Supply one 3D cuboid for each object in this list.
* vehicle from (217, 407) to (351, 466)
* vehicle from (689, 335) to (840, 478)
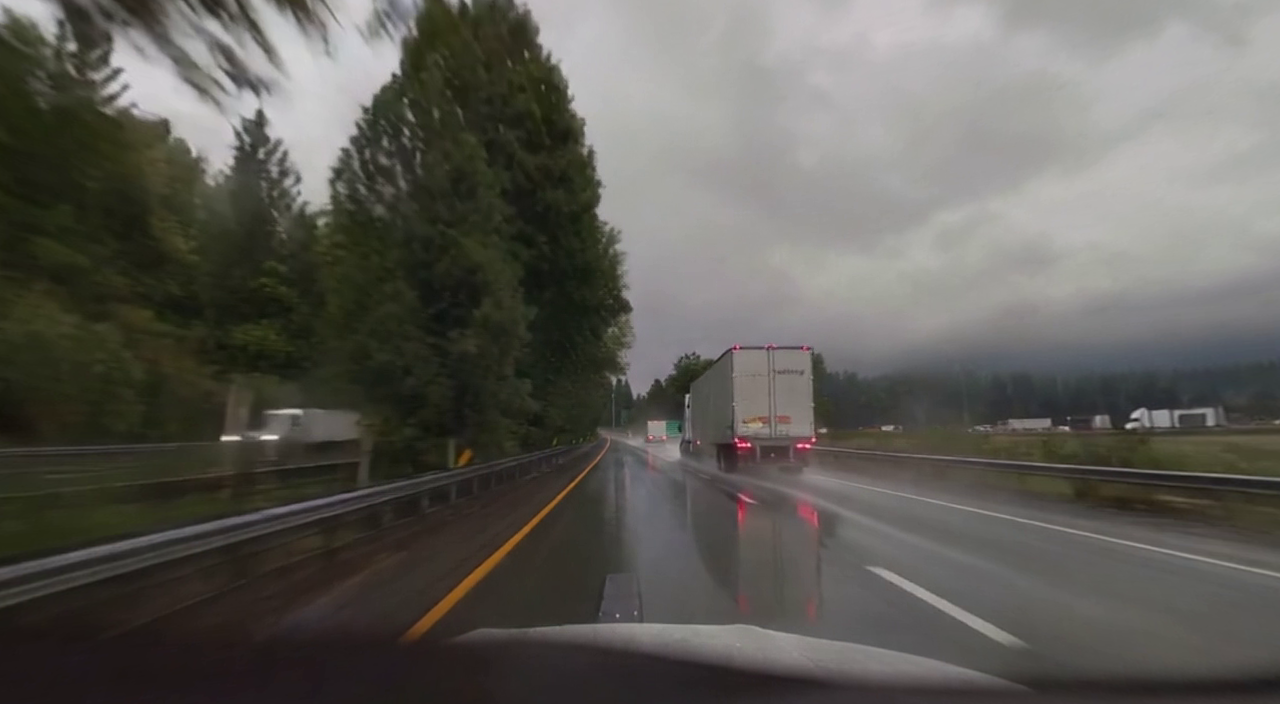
[{"bbox_3d":[-12.924,3.135,23.388,2.082,1.934,5.144,0,-8,-1],"label":"vehicle"},{"bbox_3d":[3.995,2.370,24.197,2.974,4.003,12.849,1,-8,-1],"label":"vehicle"}]
